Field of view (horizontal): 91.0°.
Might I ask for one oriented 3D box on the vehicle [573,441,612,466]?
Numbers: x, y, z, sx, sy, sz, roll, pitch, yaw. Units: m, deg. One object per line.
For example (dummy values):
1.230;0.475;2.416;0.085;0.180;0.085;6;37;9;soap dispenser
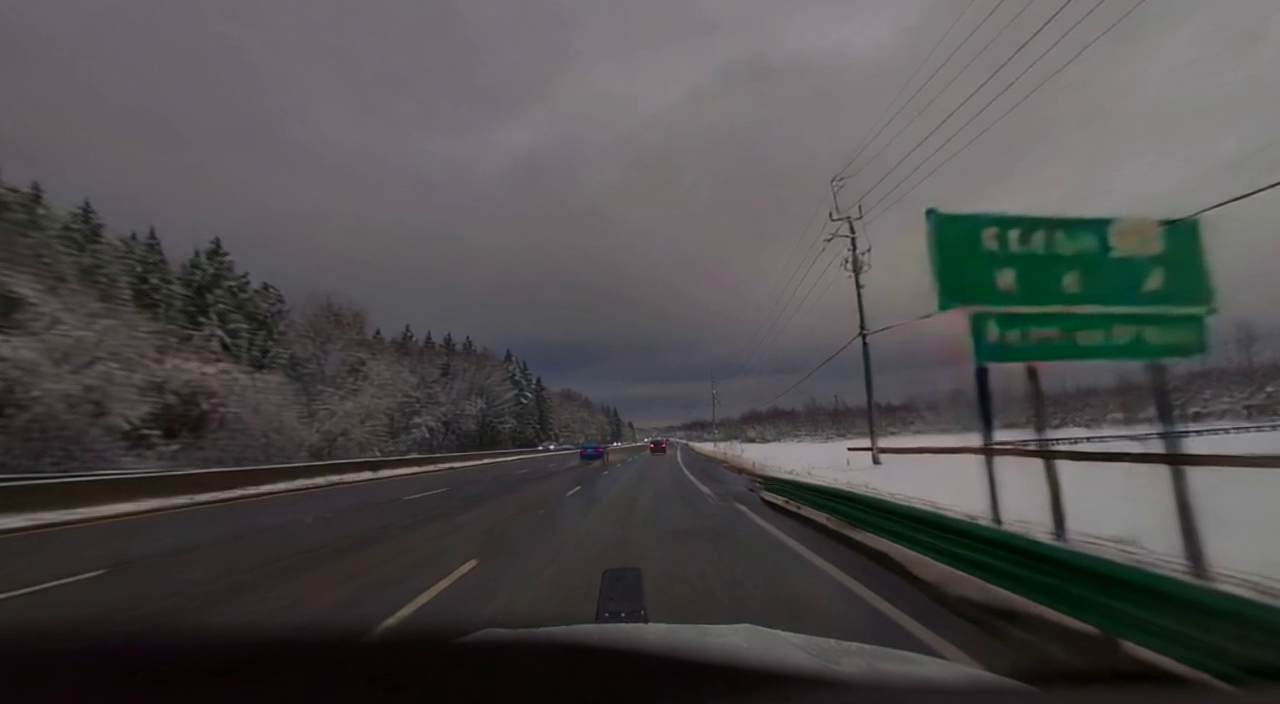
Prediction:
-2.939;6.388;39.828;2.021;1.515;4.453;0;-8;2;vehicle
